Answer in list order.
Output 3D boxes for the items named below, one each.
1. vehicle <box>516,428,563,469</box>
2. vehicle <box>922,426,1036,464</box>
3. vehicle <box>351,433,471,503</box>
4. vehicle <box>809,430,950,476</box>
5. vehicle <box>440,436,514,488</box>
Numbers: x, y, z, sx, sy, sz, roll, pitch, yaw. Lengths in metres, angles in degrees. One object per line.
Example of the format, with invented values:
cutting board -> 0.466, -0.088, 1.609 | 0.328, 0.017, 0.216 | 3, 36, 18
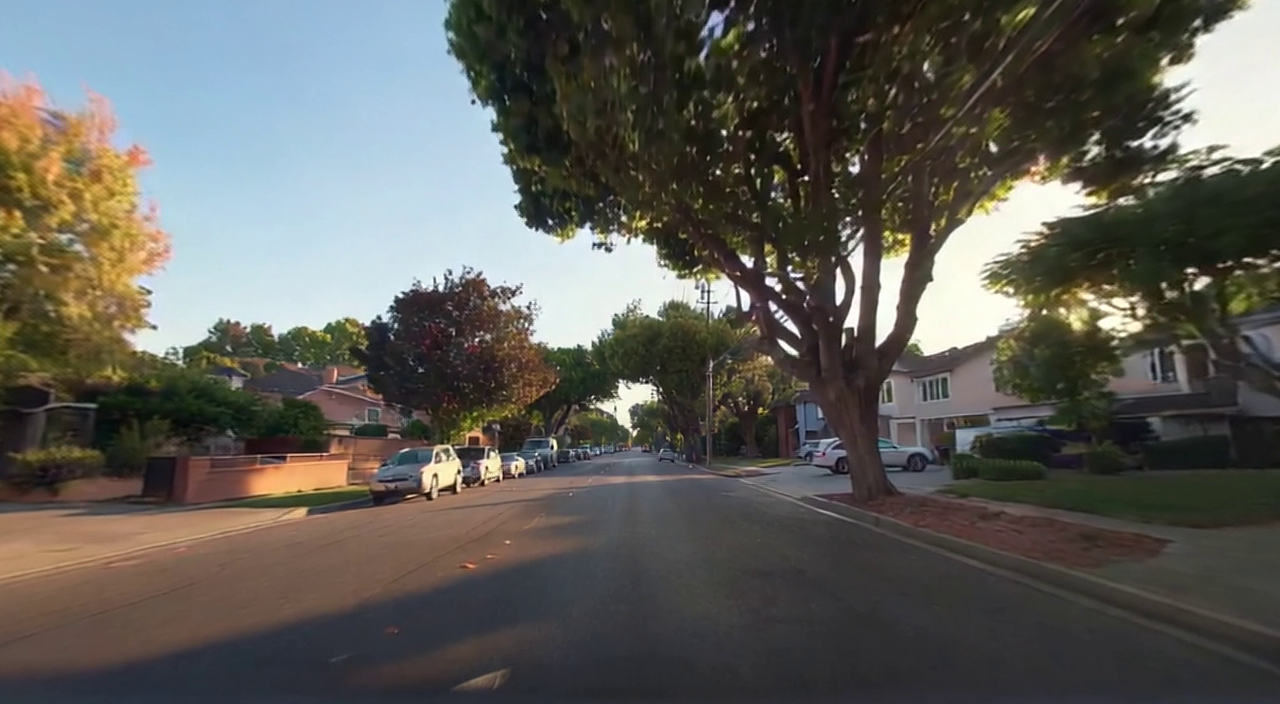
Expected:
vehicle -> -7.091, 6.912, 45.087 | 2.439, 2.724, 5.647 | 0, -9, 0
vehicle -> 19.054, 5.279, 35.694 | 5.215, 1.910, 2.031 | -1, -10, -3
vehicle -> -6.727, 3.459, 19.173 | 1.922, 1.801, 4.516 | -1, -9, 1
vehicle -> 9.779, 4.154, 26.092 | 4.979, 1.769, 1.943 | 0, -8, -1
vehicle -> -6.525, 4.476, 25.845 | 1.941, 1.832, 4.666 | -1, -10, -1
